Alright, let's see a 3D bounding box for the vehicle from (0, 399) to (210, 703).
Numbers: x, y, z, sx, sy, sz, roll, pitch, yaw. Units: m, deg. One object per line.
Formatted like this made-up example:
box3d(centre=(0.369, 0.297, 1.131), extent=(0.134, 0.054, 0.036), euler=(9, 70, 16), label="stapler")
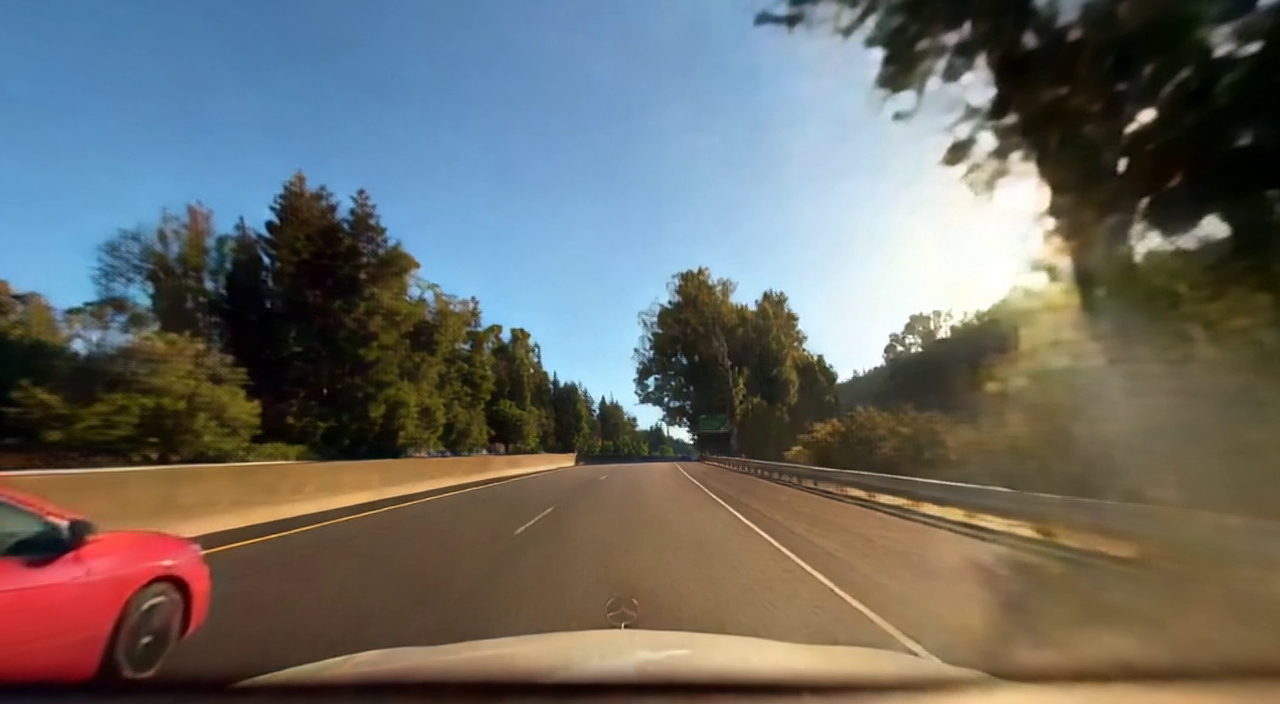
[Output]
box3d(centre=(-3.466, 0.778, 1.477), extent=(1.934, 1.486, 4.115), euler=(0, -9, 1), label="vehicle")
